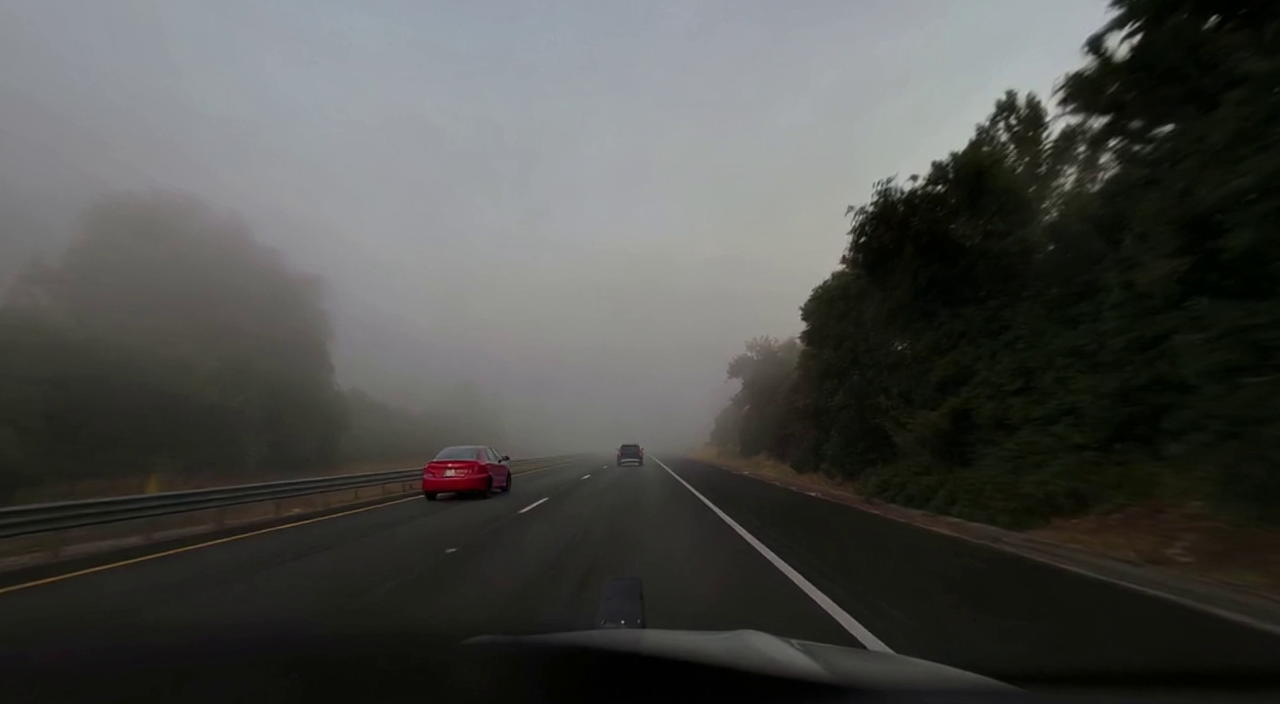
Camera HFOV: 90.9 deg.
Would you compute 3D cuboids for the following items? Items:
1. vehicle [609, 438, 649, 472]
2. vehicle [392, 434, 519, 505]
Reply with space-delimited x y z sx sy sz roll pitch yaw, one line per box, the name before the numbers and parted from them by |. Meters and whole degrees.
vehicle | -0.605 5.788 35.575 2.126 1.786 3.958 0 -9 -1
vehicle | -4.749 3.095 16.990 2.113 1.656 4.215 0 -9 0
